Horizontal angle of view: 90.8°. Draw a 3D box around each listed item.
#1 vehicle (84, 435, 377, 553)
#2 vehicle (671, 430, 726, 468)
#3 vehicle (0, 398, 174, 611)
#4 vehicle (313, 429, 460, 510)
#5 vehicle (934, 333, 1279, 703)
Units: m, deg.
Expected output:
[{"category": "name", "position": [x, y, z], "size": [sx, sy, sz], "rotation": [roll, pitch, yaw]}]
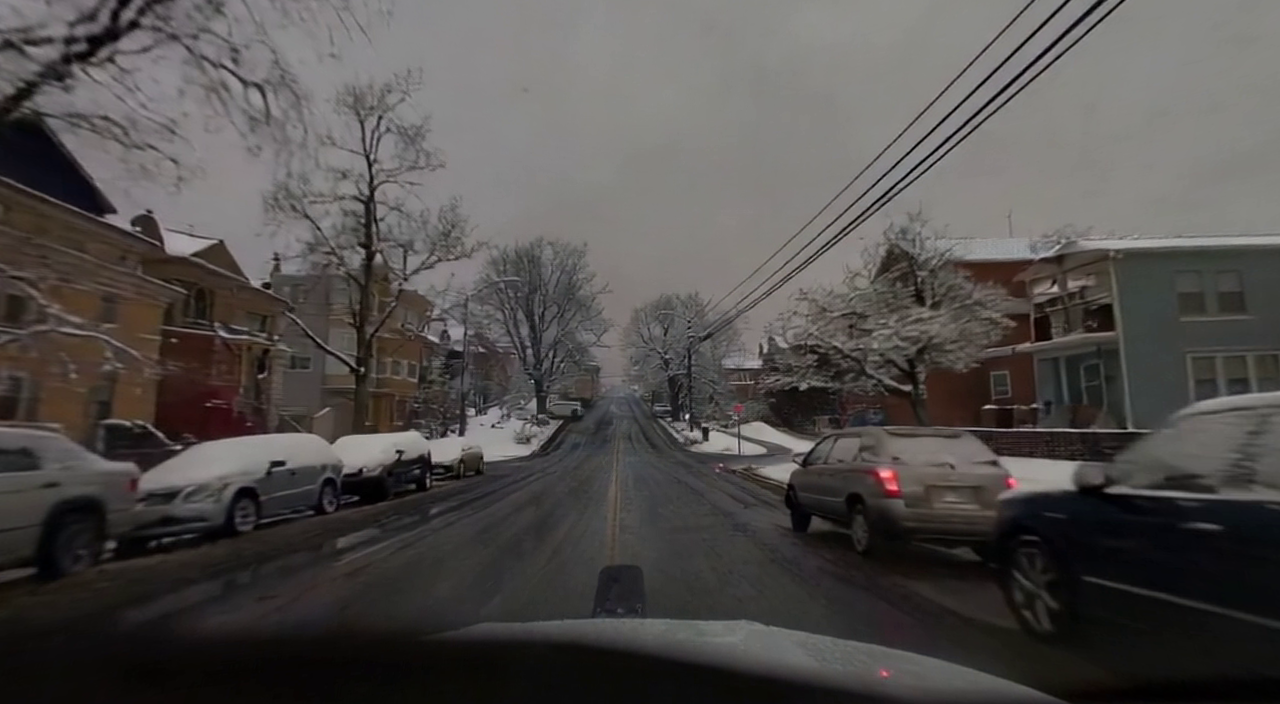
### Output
[{"category": "vehicle", "position": [-6.296, 2.174, 10.535], "size": [1.909, 1.490, 4.439], "rotation": [-1, -8, 0]}, {"category": "vehicle", "position": [2.628, 4.488, 29.429], "size": [1.966, 1.620, 4.187], "rotation": [0, -8, -3]}, {"category": "vehicle", "position": [-6.192, 1.214, 4.890], "size": [1.830, 1.750, 4.502], "rotation": [1, -8, -2]}, {"category": "vehicle", "position": [-6.137, 2.824, 16.015], "size": [1.922, 1.569, 4.677], "rotation": [-1, -5, -1]}, {"category": "vehicle", "position": [3.428, 0.863, 2.828], "size": [1.952, 1.738, 4.518], "rotation": [0, -8, -1]}]
